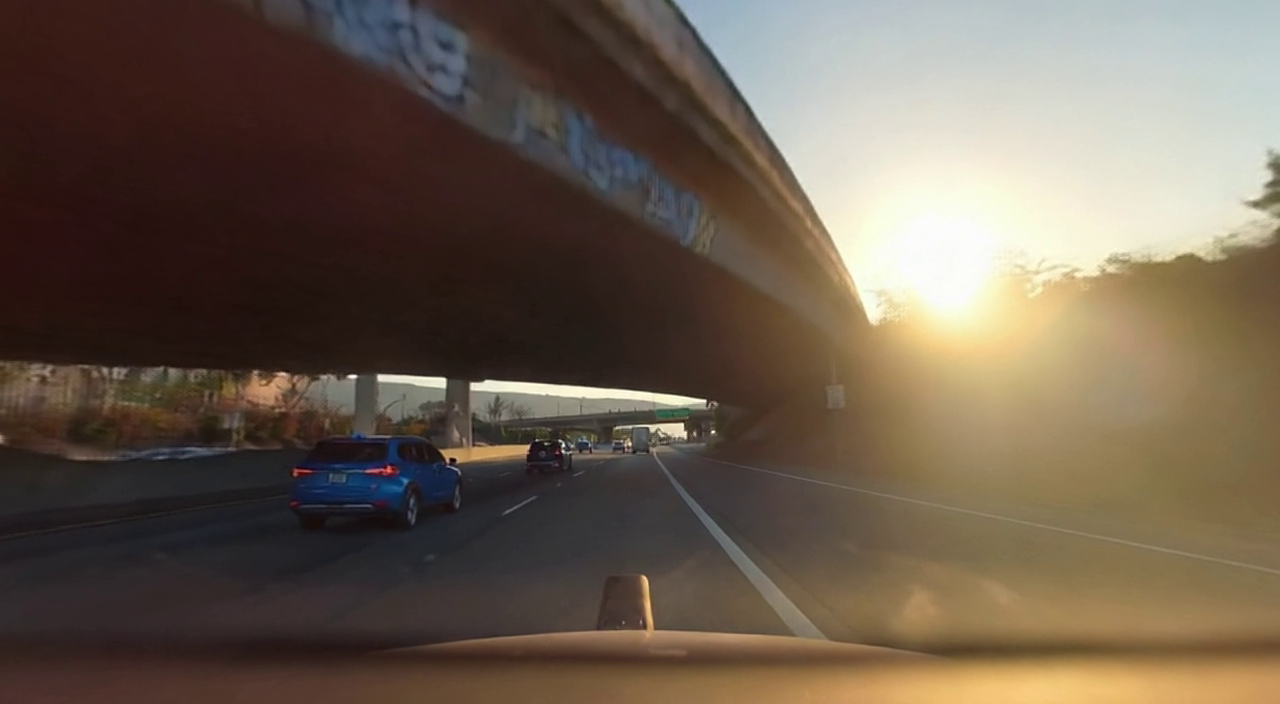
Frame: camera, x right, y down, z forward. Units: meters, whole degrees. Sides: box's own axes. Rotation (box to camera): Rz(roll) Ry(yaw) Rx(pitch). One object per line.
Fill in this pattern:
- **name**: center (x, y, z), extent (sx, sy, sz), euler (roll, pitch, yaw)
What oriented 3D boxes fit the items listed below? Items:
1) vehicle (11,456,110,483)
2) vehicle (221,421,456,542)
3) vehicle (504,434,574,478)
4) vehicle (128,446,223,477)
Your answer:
- **vehicle**: center (-36.567, 7.417, 39.828), extent (1.863, 1.447, 4.651), euler (0, -8, 0)
- **vehicle**: center (-4.706, 2.060, 10.607), extent (1.969, 1.633, 3.962), euler (0, -8, 0)
- **vehicle**: center (-4.096, 4.316, 26.340), extent (2.154, 1.693, 4.394), euler (0, -8, 1)
- **vehicle**: center (-24.853, 5.850, 33.813), extent (1.809, 1.520, 4.355), euler (0, -8, 0)
